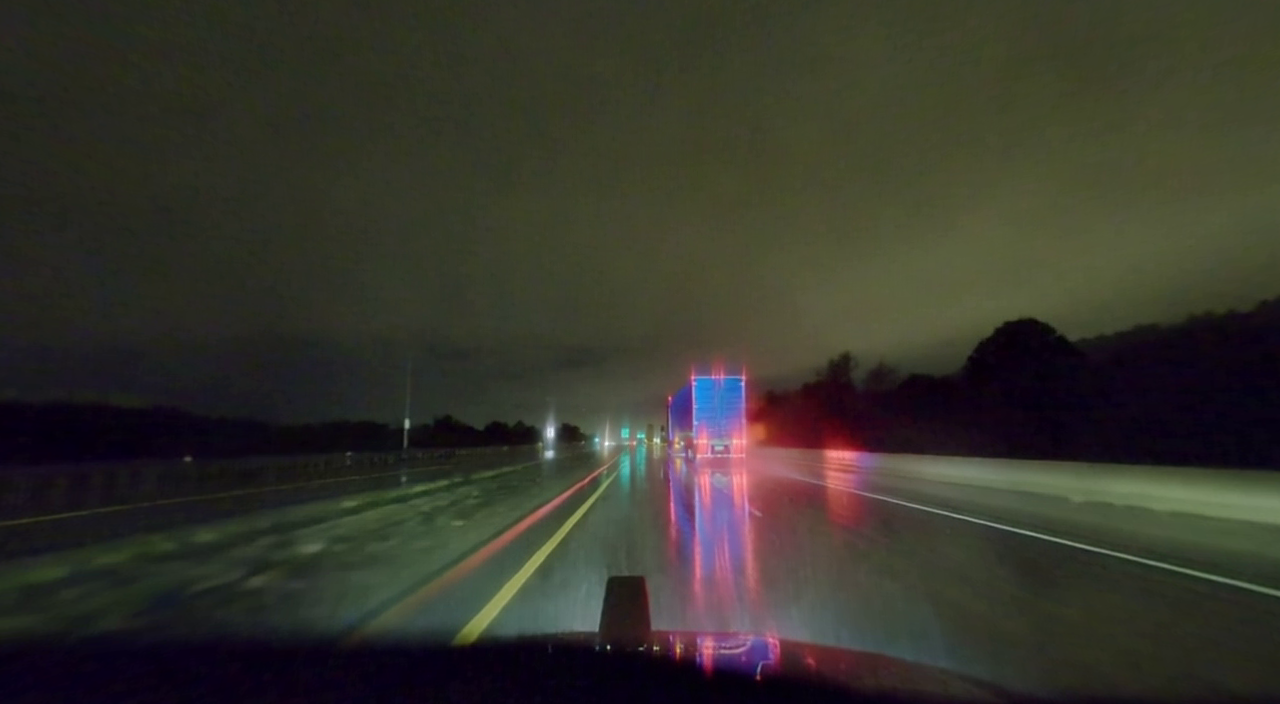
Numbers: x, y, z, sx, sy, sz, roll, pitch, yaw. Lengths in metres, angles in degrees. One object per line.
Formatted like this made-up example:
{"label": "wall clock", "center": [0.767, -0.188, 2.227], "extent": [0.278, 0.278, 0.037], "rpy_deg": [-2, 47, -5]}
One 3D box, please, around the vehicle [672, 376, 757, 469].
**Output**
{"label": "vehicle", "center": [4.003, 4.417, 37.817], "extent": [3.615, 4.578, 13.539], "rpy_deg": [0, -8, 1]}
